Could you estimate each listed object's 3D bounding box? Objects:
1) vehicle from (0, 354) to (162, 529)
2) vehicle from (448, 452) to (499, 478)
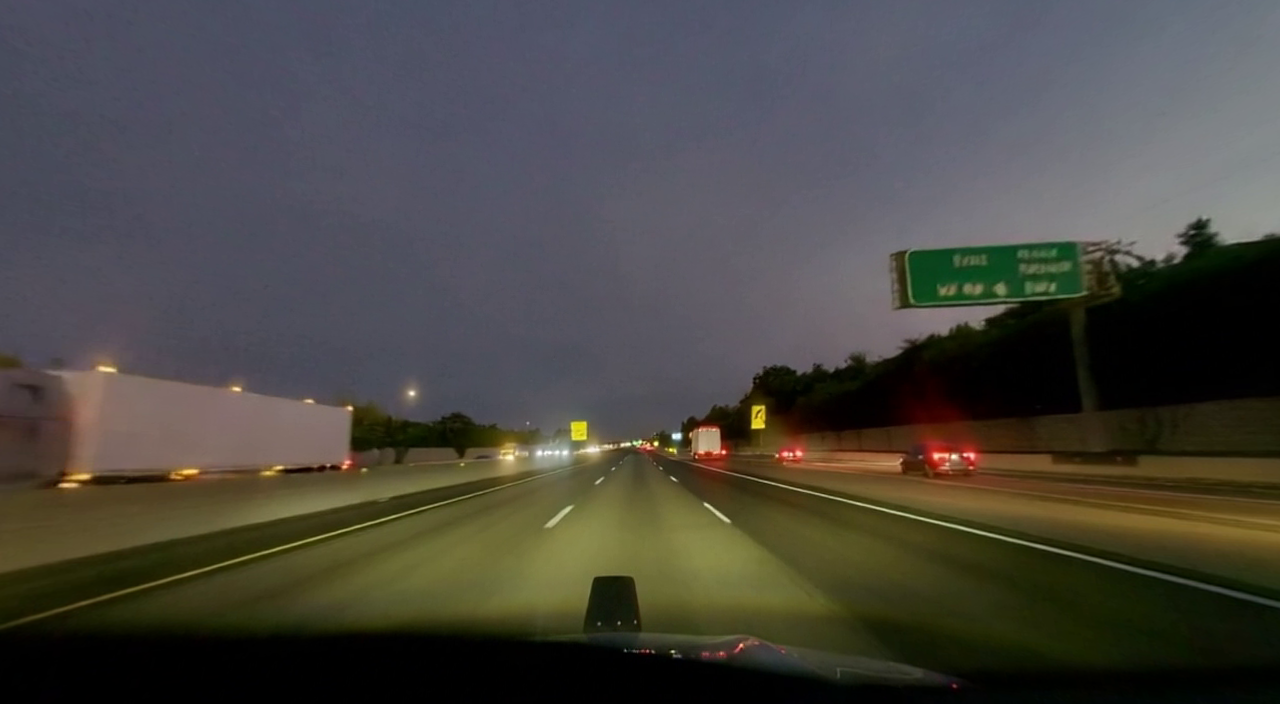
[{"bbox_3d":[-16.220,2.331,16.173,2.988,3.980,5.849,0,-9,0],"label":"vehicle"},{"bbox_3d":[-10.105,6.867,38.469,1.909,1.504,4.528,0,-9,0],"label":"vehicle"}]
